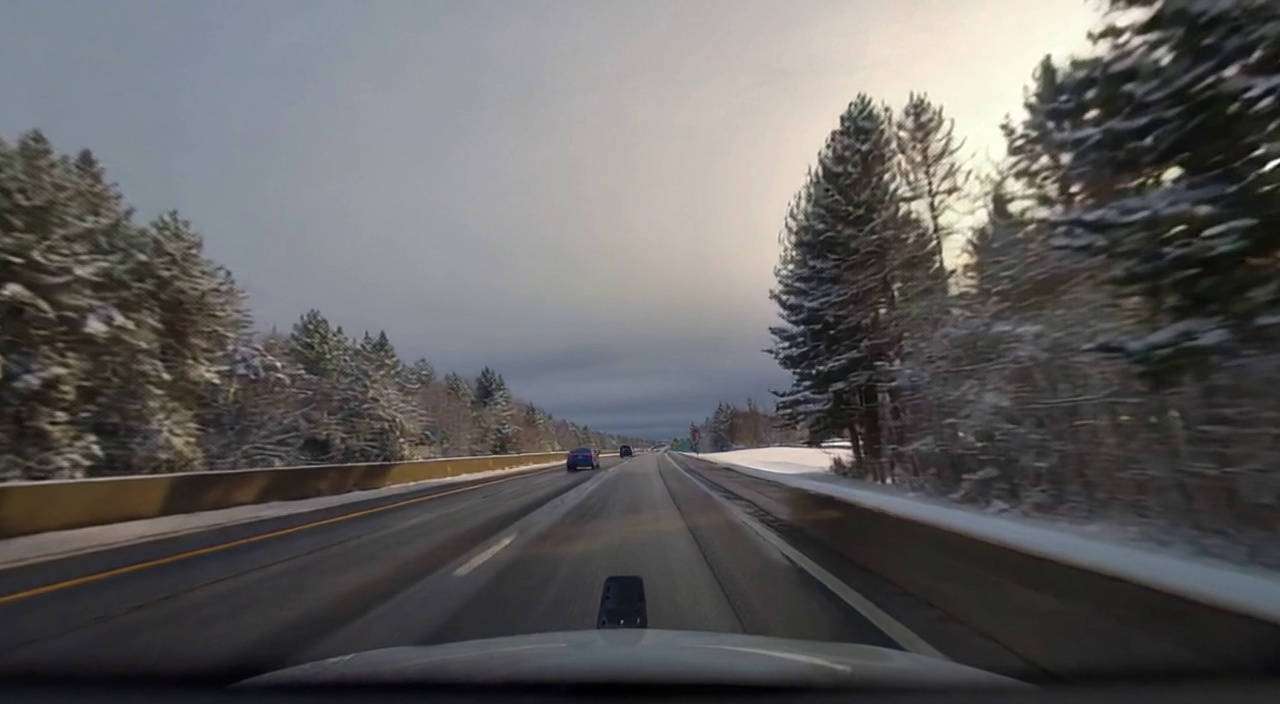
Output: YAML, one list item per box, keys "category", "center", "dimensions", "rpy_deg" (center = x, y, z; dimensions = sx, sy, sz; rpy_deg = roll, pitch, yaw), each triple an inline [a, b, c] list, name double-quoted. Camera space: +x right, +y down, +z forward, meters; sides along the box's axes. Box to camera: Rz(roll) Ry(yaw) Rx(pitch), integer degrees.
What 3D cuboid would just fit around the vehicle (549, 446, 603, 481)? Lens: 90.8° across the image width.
- category: "vehicle"
  center: [-2.794, 5.006, 28.575]
  dimensions: [1.917, 1.450, 3.997]
  rpy_deg: [0, -8, 2]
